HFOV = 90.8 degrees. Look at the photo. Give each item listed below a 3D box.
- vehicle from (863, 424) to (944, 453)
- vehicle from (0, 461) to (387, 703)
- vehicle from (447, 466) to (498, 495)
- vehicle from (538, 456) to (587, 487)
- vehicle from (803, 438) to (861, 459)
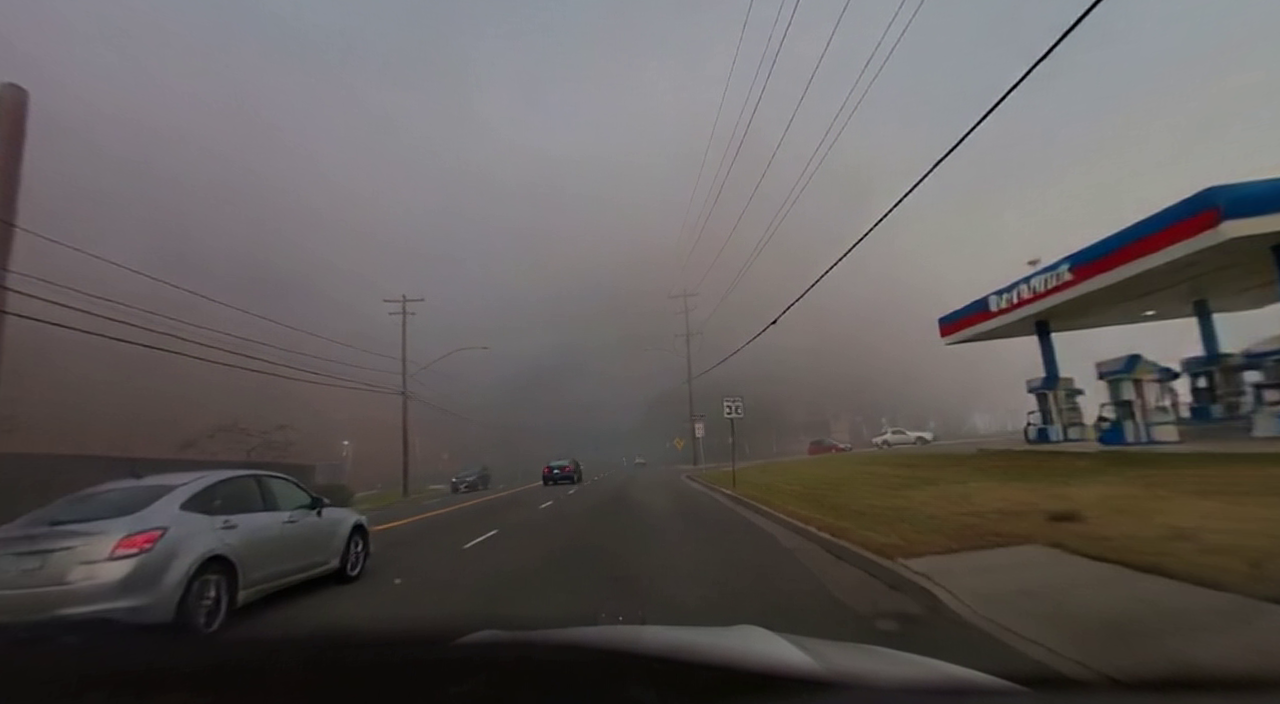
[{"bbox_3d":[19.016,6.327,45.799,4.817,1.919,2.308,-2,-9,7],"label":"vehicle"},{"bbox_3d":[-4.095,1.747,5.765,1.704,1.430,4.587,-1,-9,0],"label":"vehicle"},{"bbox_3d":[-11.081,8.524,42.143,2.097,1.581,4.583,-3,-9,1],"label":"vehicle"},{"bbox_3d":[-3.923,6.137,32.634,1.943,1.455,4.414,-1,-9,1],"label":"vehicle"},{"bbox_3d":[14.109,7.135,46.523,3.830,1.474,1.771,-2,-10,9],"label":"vehicle"}]
